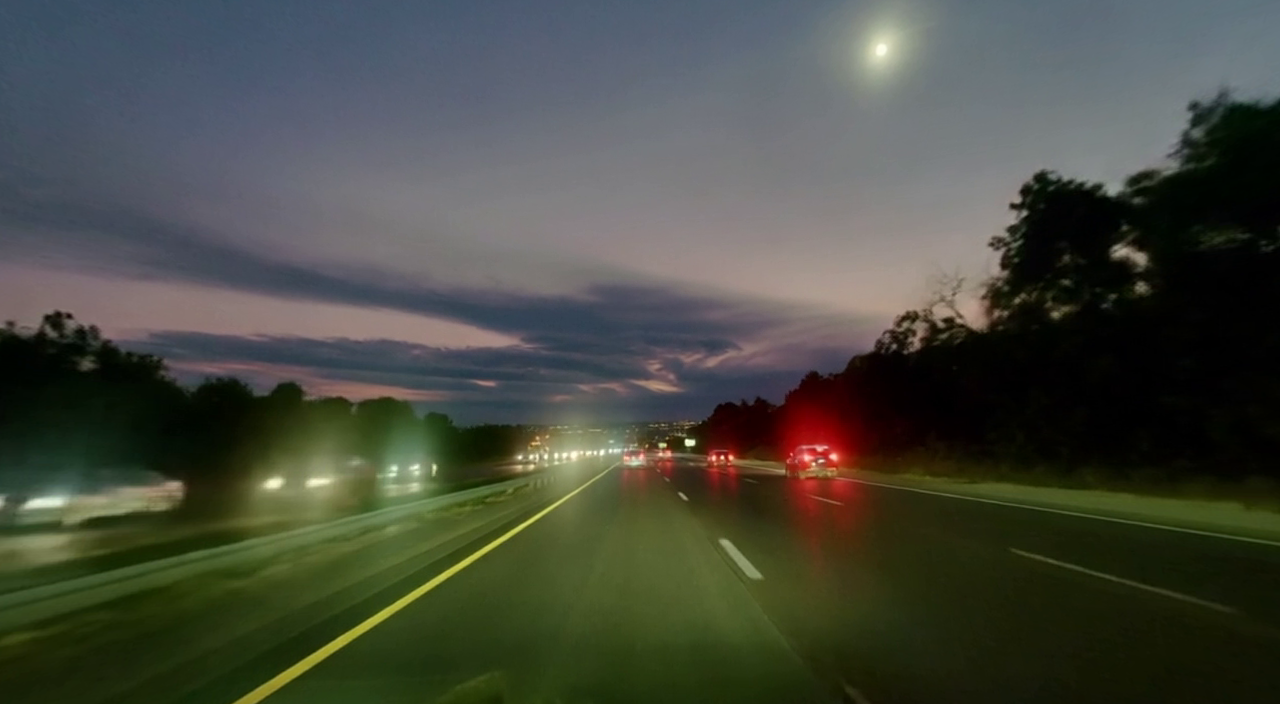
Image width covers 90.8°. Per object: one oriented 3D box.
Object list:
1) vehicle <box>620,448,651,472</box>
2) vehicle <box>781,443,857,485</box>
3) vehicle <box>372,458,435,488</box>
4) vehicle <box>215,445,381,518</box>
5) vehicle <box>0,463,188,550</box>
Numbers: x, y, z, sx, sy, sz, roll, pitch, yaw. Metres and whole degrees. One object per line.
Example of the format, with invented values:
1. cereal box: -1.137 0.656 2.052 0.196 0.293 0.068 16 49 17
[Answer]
1. vehicle: -0.308 7.340 43.118 2.021 1.507 4.272 0 -9 0
2. vehicle: 7.186 4.516 25.746 1.903 1.566 3.866 0 -9 -1
3. vehicle: -12.916 6.622 34.768 1.810 1.498 4.320 0 -9 0
4. vehicle: -8.846 3.340 16.839 1.997 1.658 4.291 0 -9 0
5. vehicle: -12.507 3.303 14.079 1.824 1.548 4.025 0 -9 0
